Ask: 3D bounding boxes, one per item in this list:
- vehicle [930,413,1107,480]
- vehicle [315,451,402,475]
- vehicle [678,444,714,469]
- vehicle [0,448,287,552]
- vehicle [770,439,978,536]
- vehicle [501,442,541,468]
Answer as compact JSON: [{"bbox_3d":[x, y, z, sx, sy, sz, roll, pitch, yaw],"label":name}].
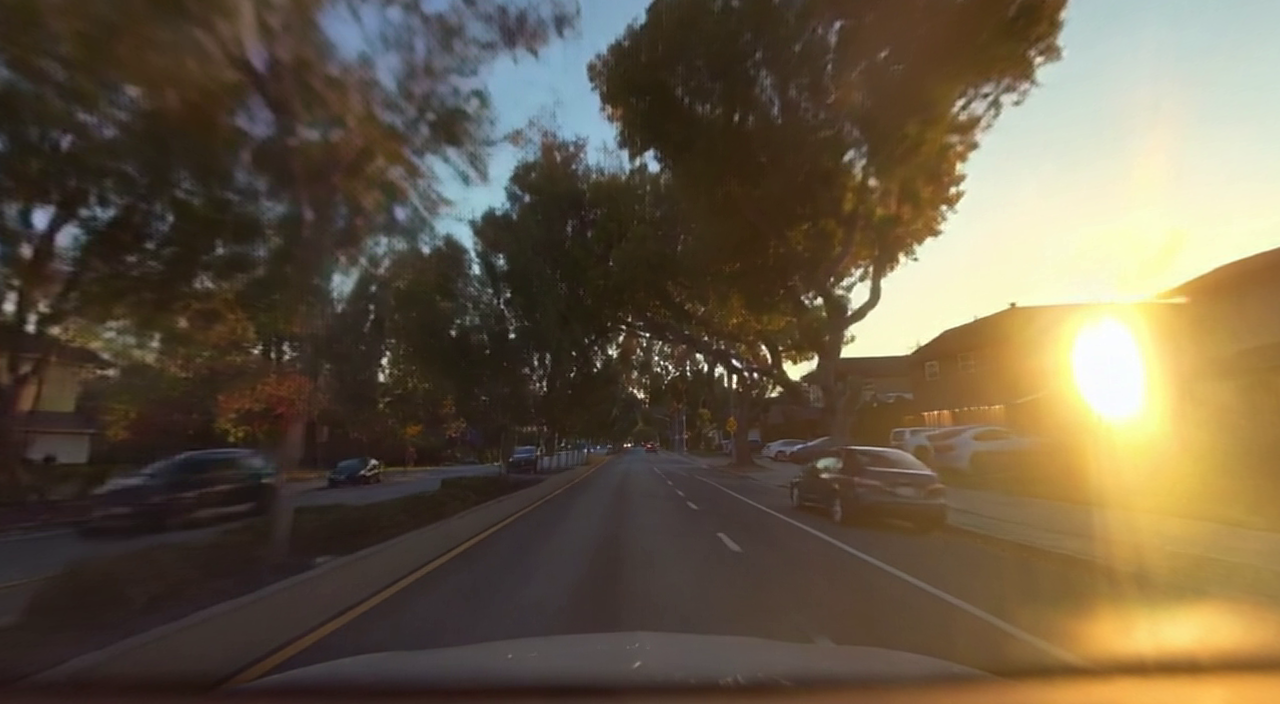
[{"bbox_3d":[11.190,2.818,18.901,3.999,1.599,1.819,-5,-8,0],"label":"vehicle"},{"bbox_3d":[-18.833,7.432,42.459,4.880,1.500,1.965,0,-8,-2],"label":"vehicle"},{"bbox_3d":[3.663,6.920,42.084,1.991,1.500,4.562,0,-8,-1],"label":"vehicle"},{"bbox_3d":[-8.735,2.548,11.680,1.871,1.484,4.383,0,-8,0],"label":"vehicle"},{"bbox_3d":[4.035,2.391,11.934,1.946,1.431,4.695,0,-8,-3],"label":"vehicle"},{"bbox_3d":[-8.658,7.514,46.384,2.041,1.760,4.522,-1,-8,1],"label":"vehicle"}]
